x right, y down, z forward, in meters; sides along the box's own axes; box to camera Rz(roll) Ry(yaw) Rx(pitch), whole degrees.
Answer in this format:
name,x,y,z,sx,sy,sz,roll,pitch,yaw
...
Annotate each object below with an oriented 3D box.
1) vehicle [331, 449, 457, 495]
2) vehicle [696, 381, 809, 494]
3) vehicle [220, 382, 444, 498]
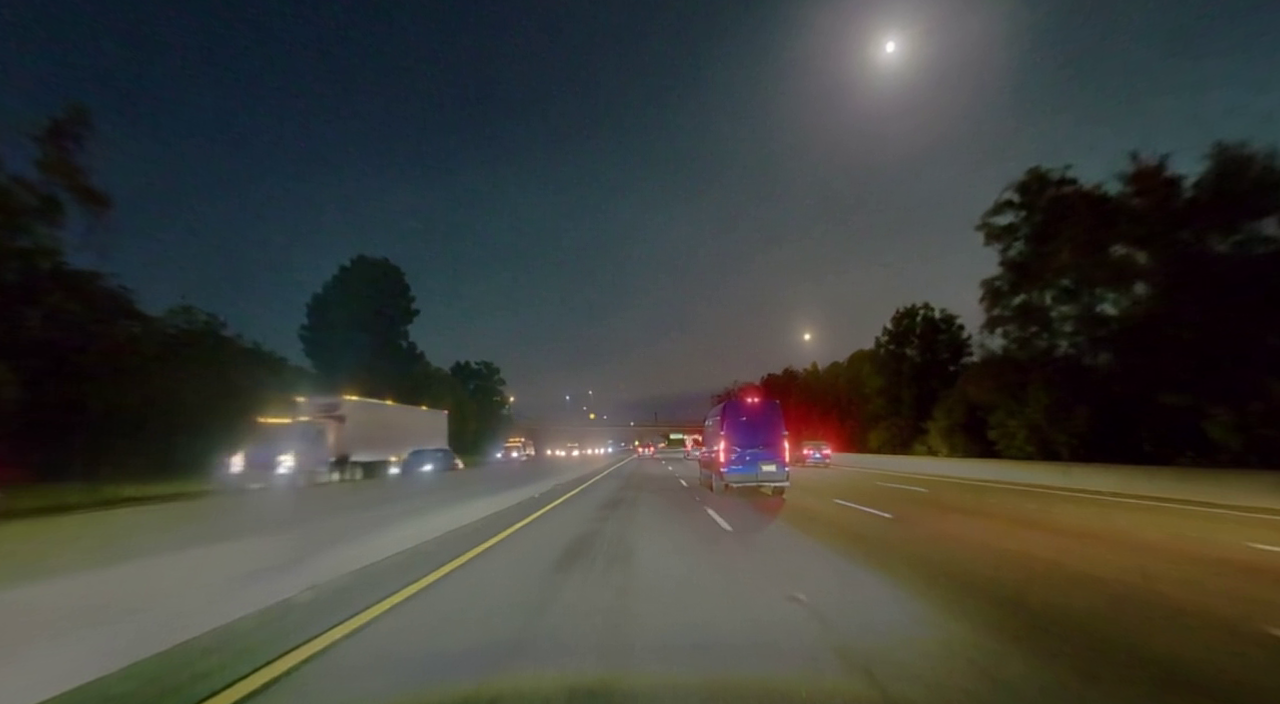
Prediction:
name,x,y,z,sx,sy,sz,roll,pitch,yaw
vehicle,-7.414,3.645,19.544,2.186,1.241,4.084,0,-9,1
vehicle,3.451,2.925,21.232,2.460,3.155,6.902,0,-9,0
vehicle,-15.156,4.880,34.258,3.234,4.648,17.365,0,-9,1
